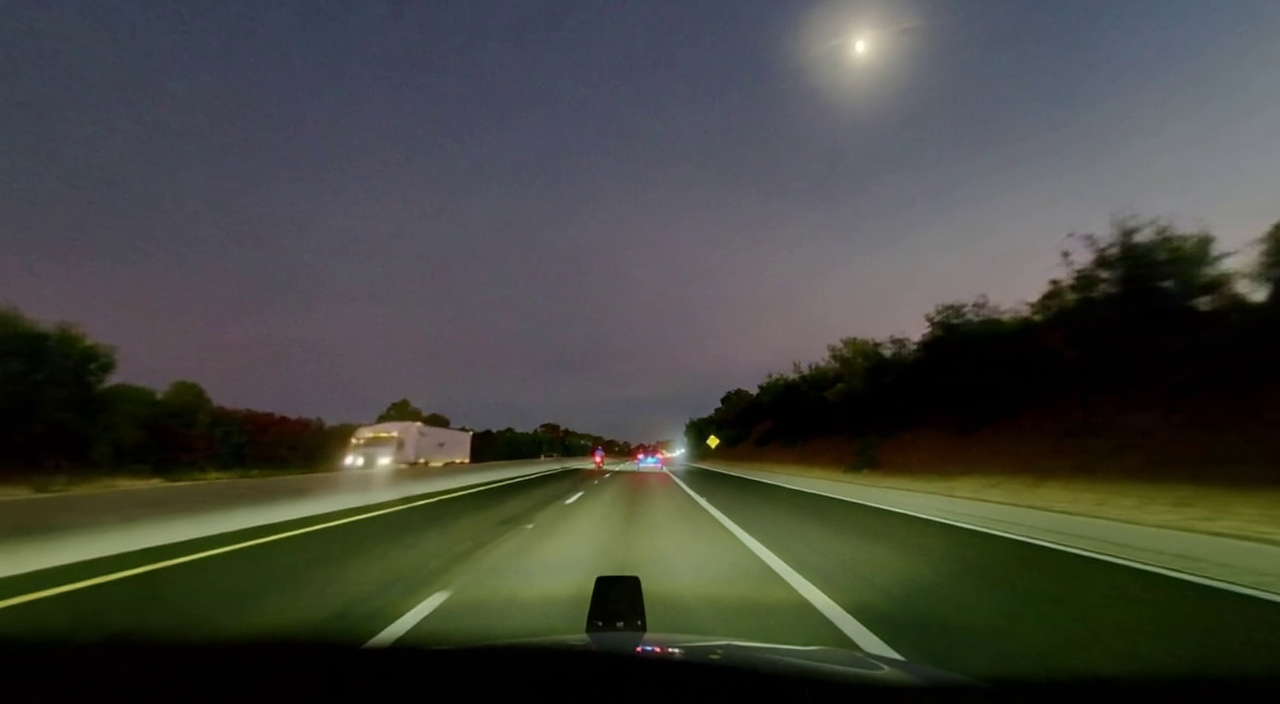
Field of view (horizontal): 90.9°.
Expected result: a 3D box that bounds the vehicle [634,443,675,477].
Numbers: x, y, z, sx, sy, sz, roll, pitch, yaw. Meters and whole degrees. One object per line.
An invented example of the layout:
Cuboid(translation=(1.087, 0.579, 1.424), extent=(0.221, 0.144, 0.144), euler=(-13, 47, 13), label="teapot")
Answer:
Cuboid(translation=(0.814, 6.228, 36.620), extent=(2.247, 1.825, 4.036), euler=(-1, -9, 0), label="vehicle")

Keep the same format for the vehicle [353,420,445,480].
Cuboid(translation=(-14.906, 6.166, 39.732), extent=(2.625, 3.374, 7.572), euler=(-1, -9, 1), label="vehicle")
